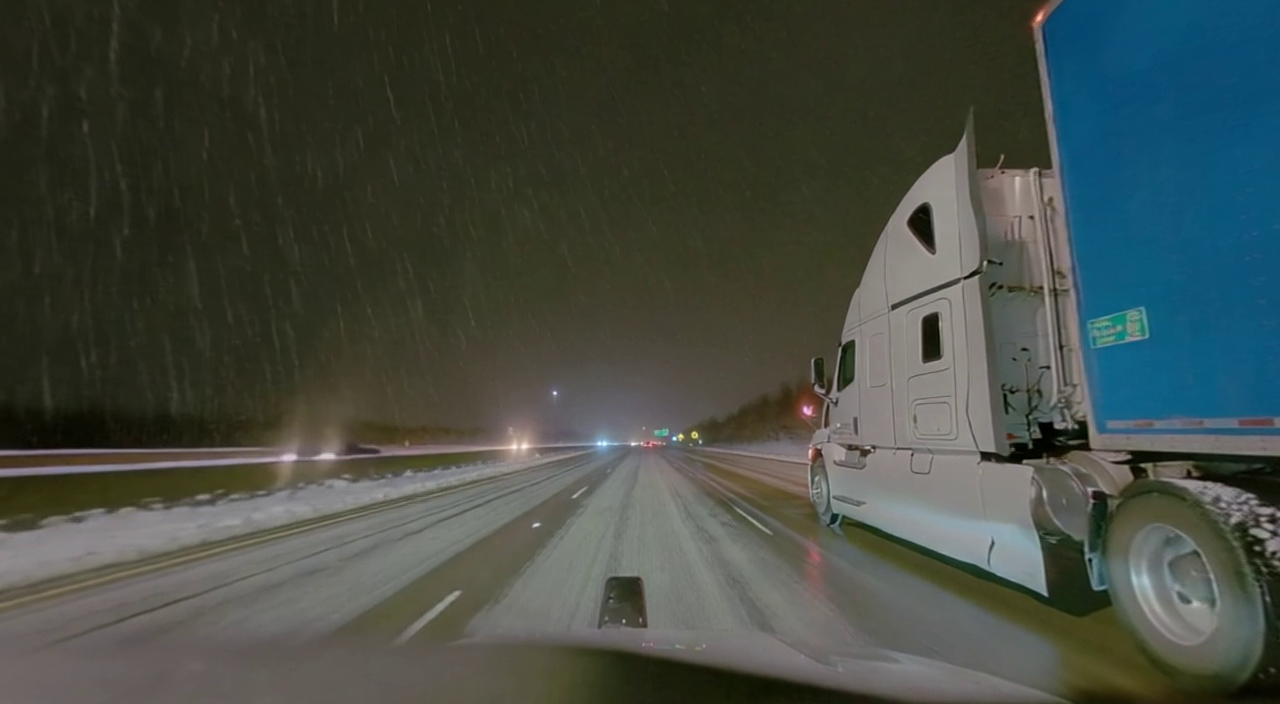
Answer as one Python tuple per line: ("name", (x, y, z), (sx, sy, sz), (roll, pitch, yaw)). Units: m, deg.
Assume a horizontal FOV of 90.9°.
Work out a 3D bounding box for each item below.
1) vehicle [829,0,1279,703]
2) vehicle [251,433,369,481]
("vehicle", (3.658, -0.216, 2.599), (3.012, 3.768, 8.945), (0, -8, 1))
("vehicle", (-13.528, 4.334, 26.309), (2.123, 1.777, 5.035), (0, -8, 1))
